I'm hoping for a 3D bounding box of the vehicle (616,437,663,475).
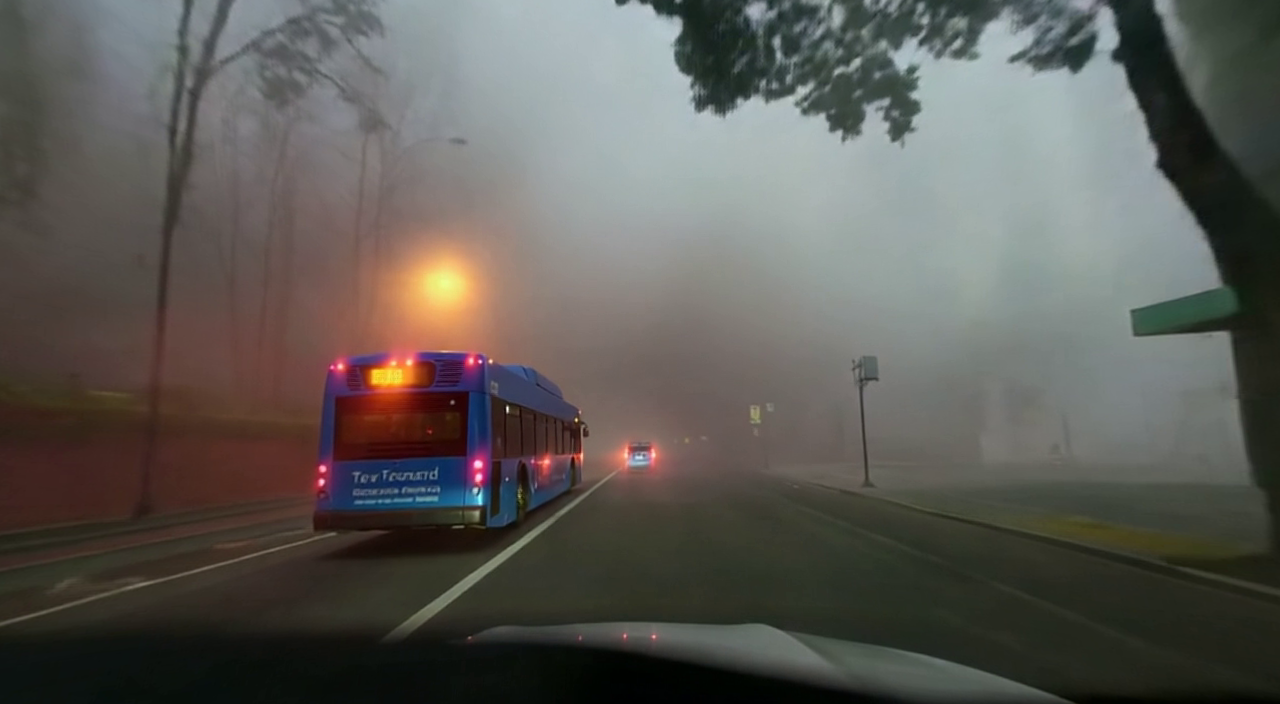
[{"bbox_3d":[0.003,5.009,30.593,2.120,1.727,3.917,0,-8,0],"label":"vehicle"}]

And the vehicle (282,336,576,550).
[{"bbox_3d":[-3.270,1.819,12.844,2.920,2.884,8.588,0,-8,1],"label":"vehicle"}]
